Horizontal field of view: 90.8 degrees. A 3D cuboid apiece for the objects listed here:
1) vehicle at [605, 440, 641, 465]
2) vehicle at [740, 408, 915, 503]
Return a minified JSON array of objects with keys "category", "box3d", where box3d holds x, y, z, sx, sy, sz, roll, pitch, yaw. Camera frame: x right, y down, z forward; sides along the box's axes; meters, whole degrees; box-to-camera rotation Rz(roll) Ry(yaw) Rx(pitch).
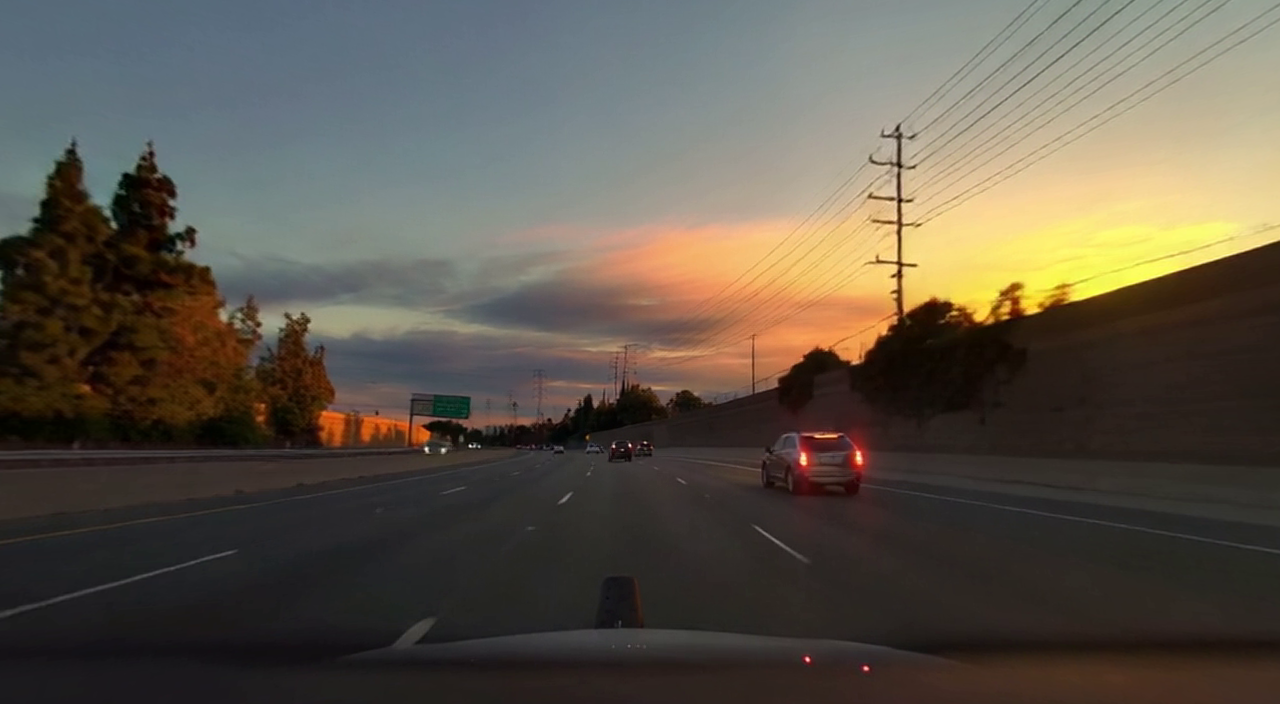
[{"category":"vehicle","box3d":[-1.233,7.121,44.923,2.188,1.714,3.921,1,-9,-7]},{"category":"vehicle","box3d":[4.512,2.666,16.646,2.504,2.033,5.979,0,-8,-3]}]
